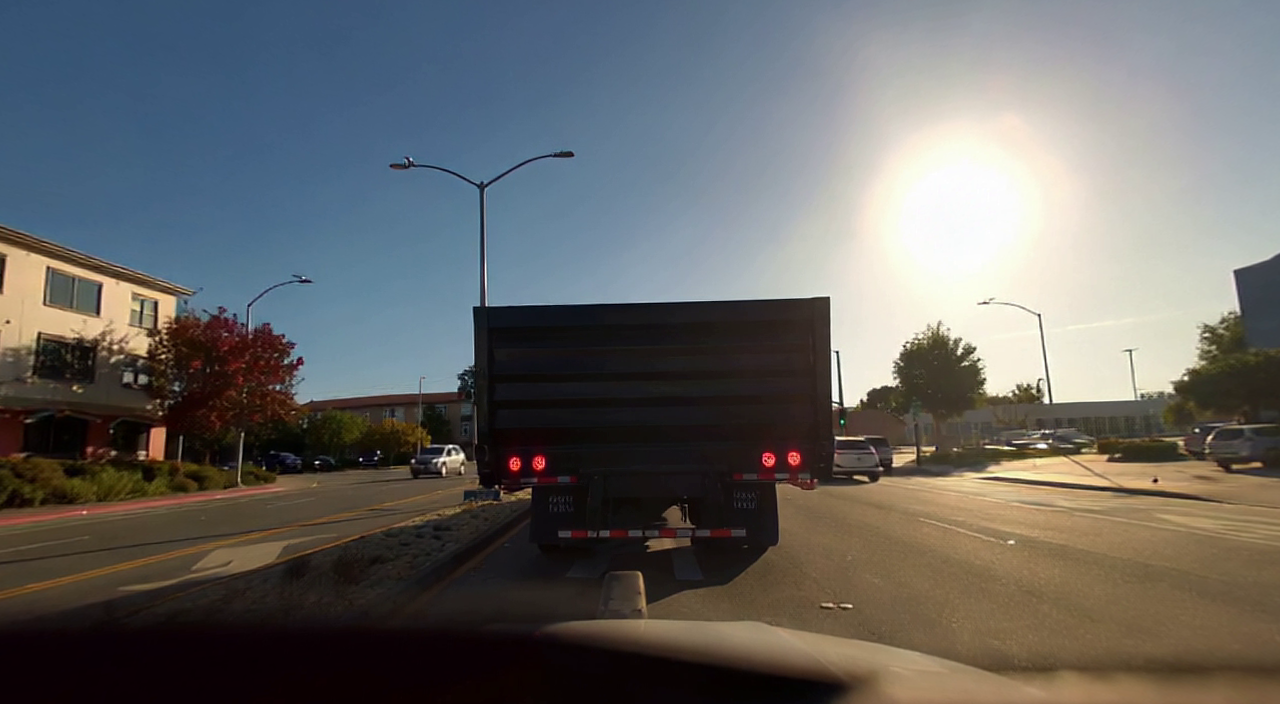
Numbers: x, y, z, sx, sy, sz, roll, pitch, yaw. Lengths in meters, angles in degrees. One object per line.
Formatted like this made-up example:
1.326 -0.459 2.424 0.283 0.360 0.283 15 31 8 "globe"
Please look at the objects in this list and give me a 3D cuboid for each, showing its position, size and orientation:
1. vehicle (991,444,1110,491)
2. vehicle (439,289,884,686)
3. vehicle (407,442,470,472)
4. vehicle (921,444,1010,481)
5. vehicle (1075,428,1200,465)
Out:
14.312 4.015 22.254 1.702 1.475 3.670 -1 -8 1 "vehicle"
0.268 1.304 7.399 2.650 2.391 7.008 -1 -8 3 "vehicle"
-13.738 7.206 43.529 2.218 1.926 5.753 -1 -8 3 "vehicle"
14.171 4.808 27.758 1.777 1.488 4.081 -1 -8 1 "vehicle"
23.116 4.389 29.433 4.171 1.614 1.894 -1 -8 1 "vehicle"
